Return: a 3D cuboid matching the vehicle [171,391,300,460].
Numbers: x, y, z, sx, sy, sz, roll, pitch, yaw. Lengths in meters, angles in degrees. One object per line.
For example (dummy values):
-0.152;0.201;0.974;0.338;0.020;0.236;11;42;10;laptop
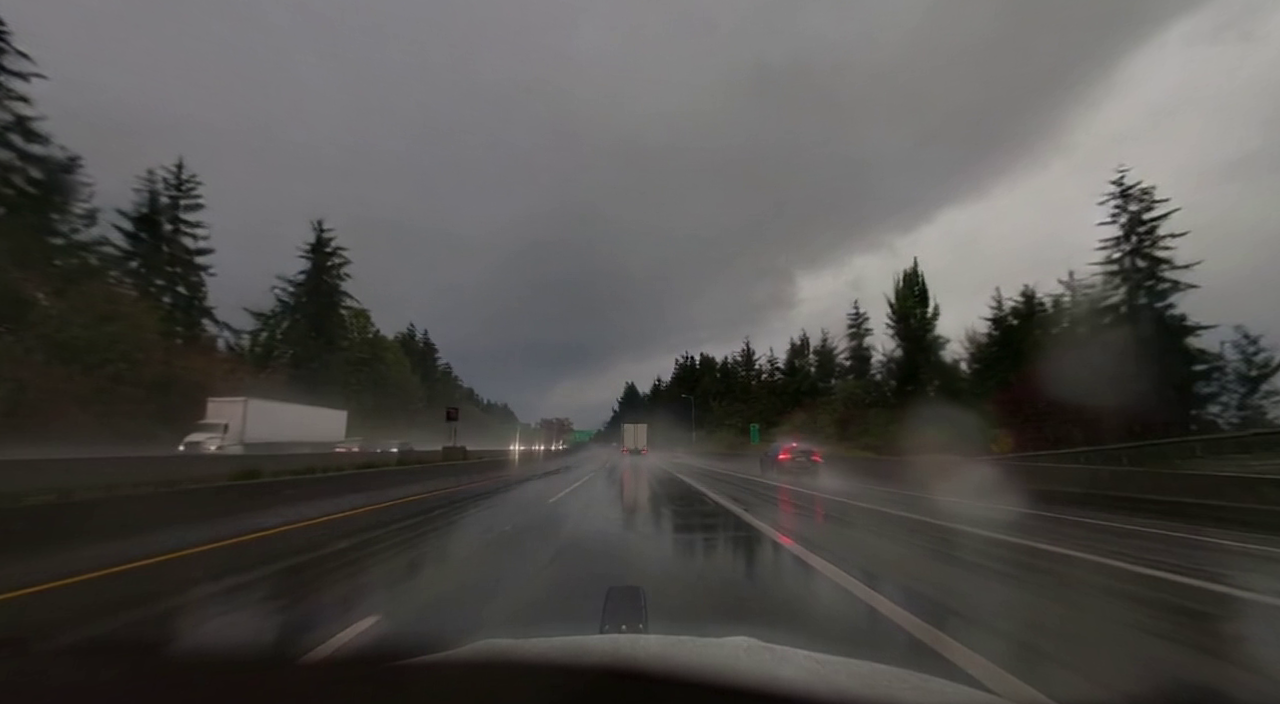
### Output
-24.043;4.563;38.021;2.766;3.715;7.293;0;-9;0;vehicle
